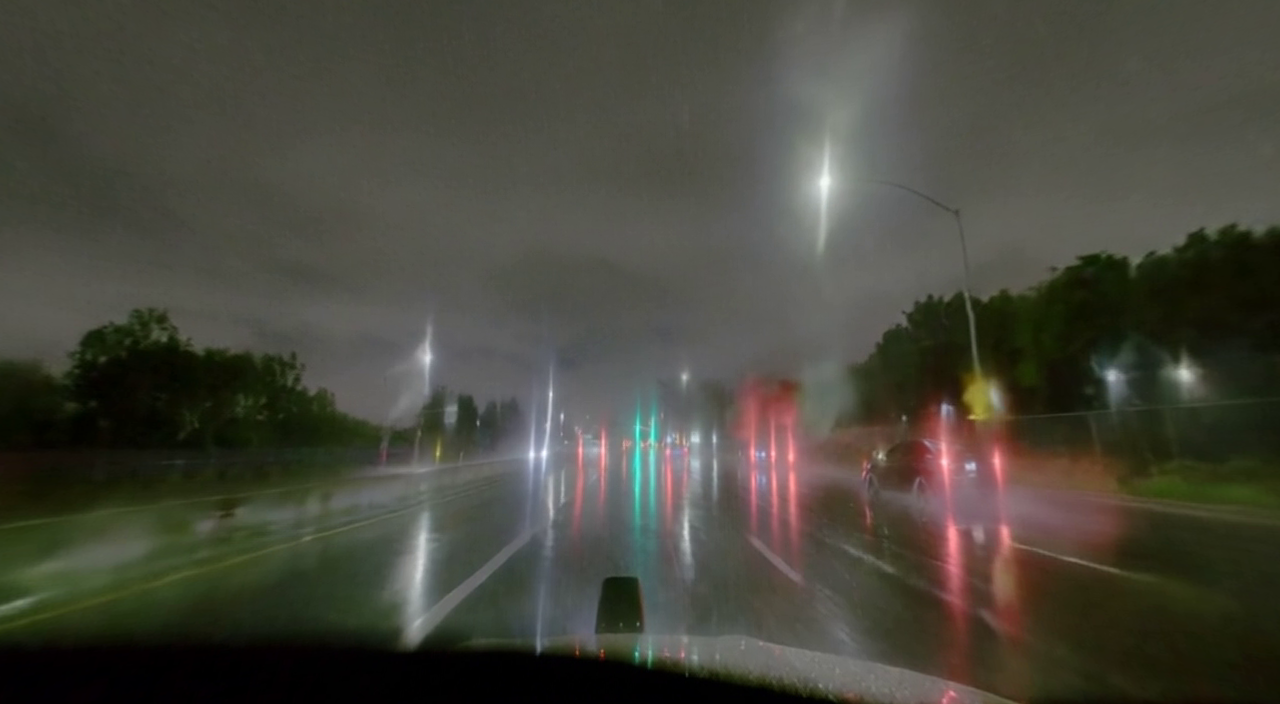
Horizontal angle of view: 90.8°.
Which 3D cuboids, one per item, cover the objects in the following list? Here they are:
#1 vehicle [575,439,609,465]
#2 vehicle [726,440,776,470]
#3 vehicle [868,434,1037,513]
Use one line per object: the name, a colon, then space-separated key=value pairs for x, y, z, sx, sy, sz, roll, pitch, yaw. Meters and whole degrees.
vehicle: x=-3.557 y=7.478 z=47.361 sx=2.230 sy=1.827 sz=4.406 roll=0 pitch=-8 yaw=0
vehicle: x=6.306 y=5.889 z=36.346 sx=1.987 sy=1.597 sz=4.463 roll=0 pitch=-8 yaw=-1
vehicle: x=6.721 y=2.624 z=14.105 sx=1.838 sy=1.518 sz=3.713 roll=0 pitch=-8 yaw=-1
